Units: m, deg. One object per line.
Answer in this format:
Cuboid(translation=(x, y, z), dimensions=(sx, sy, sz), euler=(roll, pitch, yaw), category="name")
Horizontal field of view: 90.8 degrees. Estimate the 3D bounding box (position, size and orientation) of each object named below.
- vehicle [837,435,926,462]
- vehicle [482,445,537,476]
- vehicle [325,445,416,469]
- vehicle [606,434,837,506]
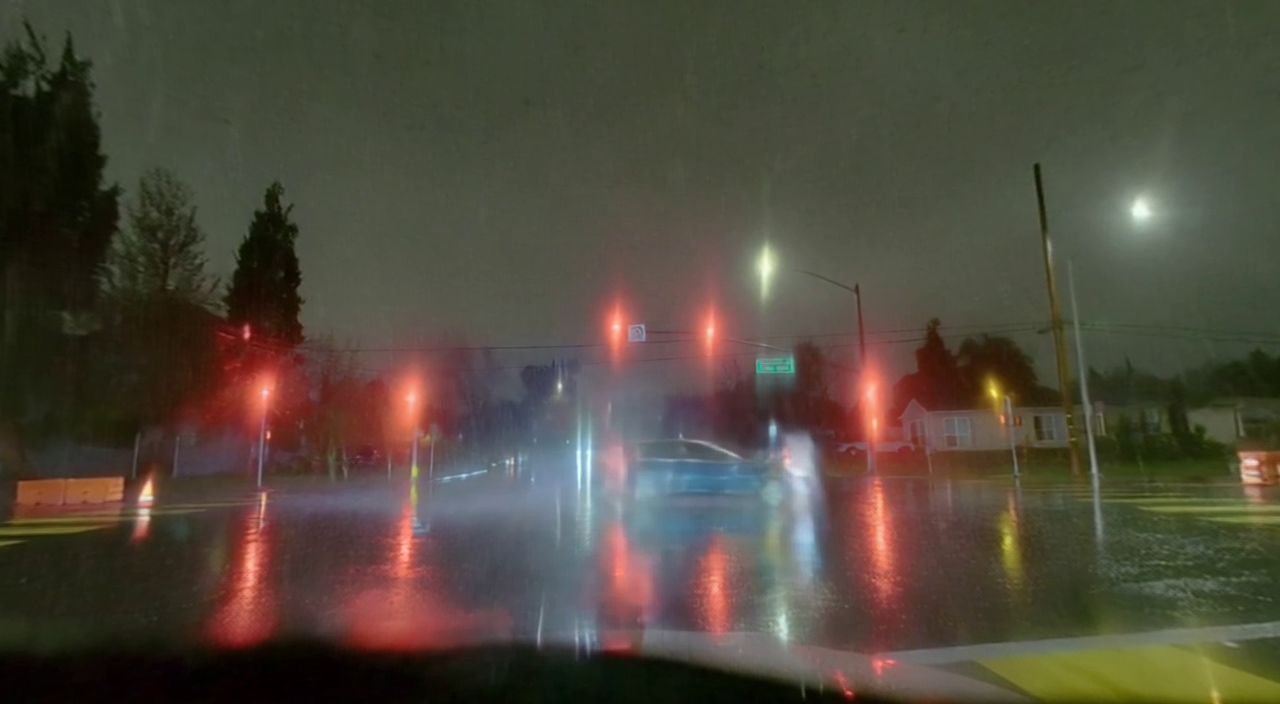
Cuboid(translation=(15.364, 6.176, 40.324), dimensions=(4.892, 1.656, 1.856), euler=(0, -8, 0), category="vehicle")
Cuboid(translation=(-6.606, 5.526, 32.378), dimensions=(1.881, 1.452, 4.121), euler=(0, -8, 0), category="vehicle")
Cuboid(translation=(-16.397, 6.381, 38.611), dimensions=(4.713, 1.409, 1.918), euler=(0, -8, -2), category="vehicle")
Cuboid(translation=(1.707, 2.641, 14.404), dimensions=(4.860, 1.483, 2.077), euler=(0, -8, 0), category="vehicle")
